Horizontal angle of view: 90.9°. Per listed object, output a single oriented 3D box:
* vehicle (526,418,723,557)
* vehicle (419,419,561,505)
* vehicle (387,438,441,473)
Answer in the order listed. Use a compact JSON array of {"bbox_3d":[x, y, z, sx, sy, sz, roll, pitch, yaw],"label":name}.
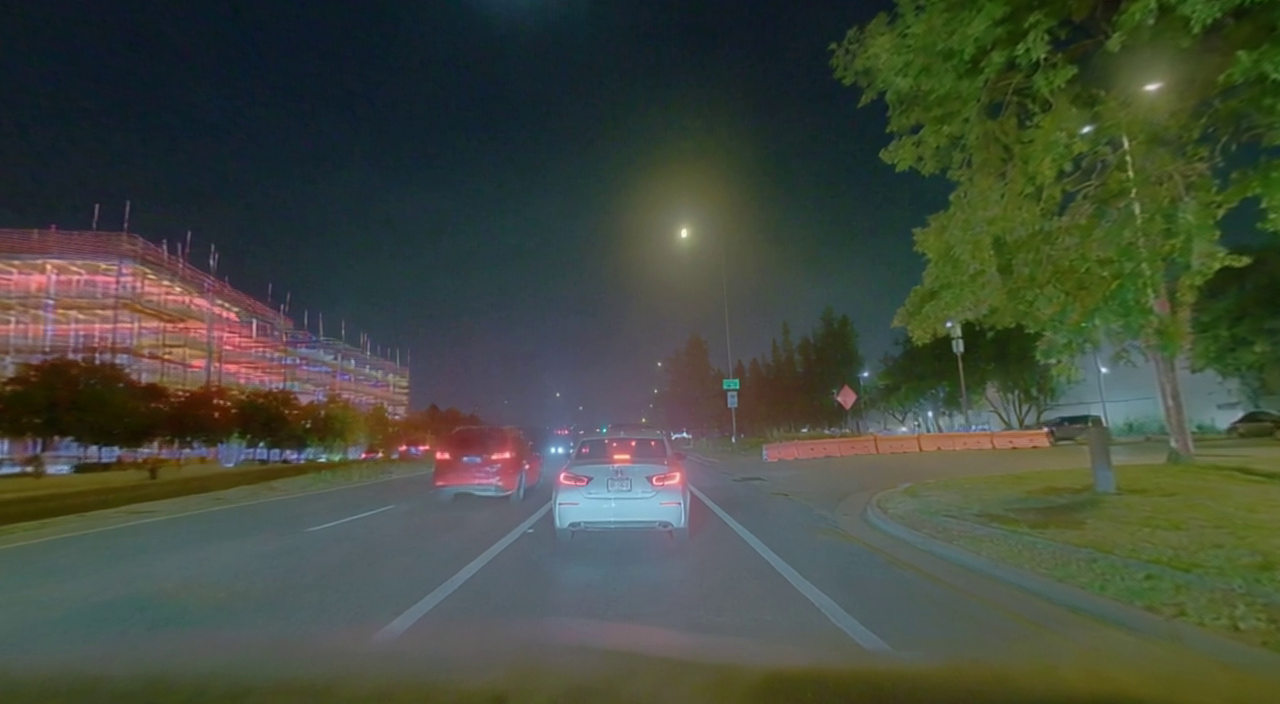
[{"bbox_3d":[-0.176,1.767,8.895,2.112,1.482,4.076,0,-8,0],"label":"vehicle"},{"bbox_3d":[-3.226,2.479,14.583,2.139,1.680,4.344,0,-8,1],"label":"vehicle"},{"bbox_3d":[-10.483,4.733,29.076,2.072,1.465,4.394,3,-9,-22],"label":"vehicle"}]
